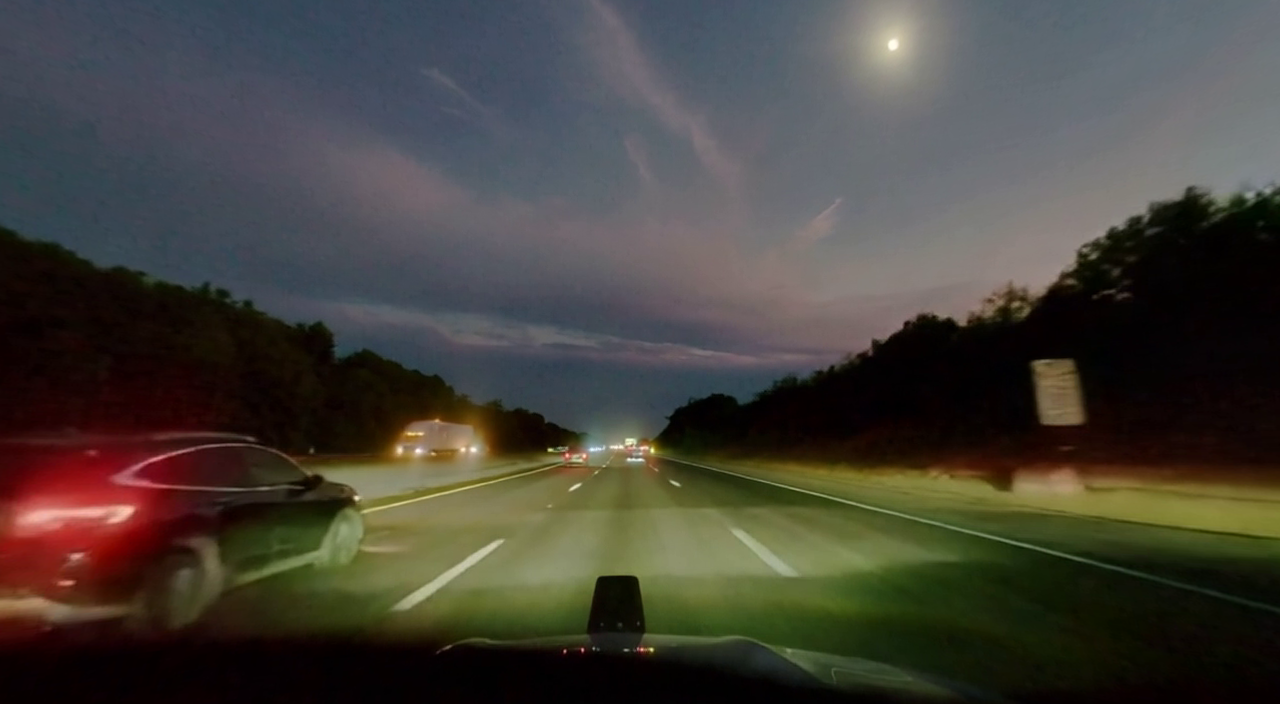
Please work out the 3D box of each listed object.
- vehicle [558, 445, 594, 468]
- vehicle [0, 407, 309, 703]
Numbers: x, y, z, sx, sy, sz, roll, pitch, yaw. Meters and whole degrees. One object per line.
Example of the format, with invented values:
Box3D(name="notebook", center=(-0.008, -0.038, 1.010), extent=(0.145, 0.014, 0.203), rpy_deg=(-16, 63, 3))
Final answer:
Box3D(name="vehicle", center=(-4.411, 7.270, 44.008), extent=(2.022, 1.513, 4.613), rpy_deg=(1, -9, -1))
Box3D(name="vehicle", center=(-4.229, 1.085, 3.580), extent=(2.169, 1.473, 4.631), rpy_deg=(0, -9, 0))
